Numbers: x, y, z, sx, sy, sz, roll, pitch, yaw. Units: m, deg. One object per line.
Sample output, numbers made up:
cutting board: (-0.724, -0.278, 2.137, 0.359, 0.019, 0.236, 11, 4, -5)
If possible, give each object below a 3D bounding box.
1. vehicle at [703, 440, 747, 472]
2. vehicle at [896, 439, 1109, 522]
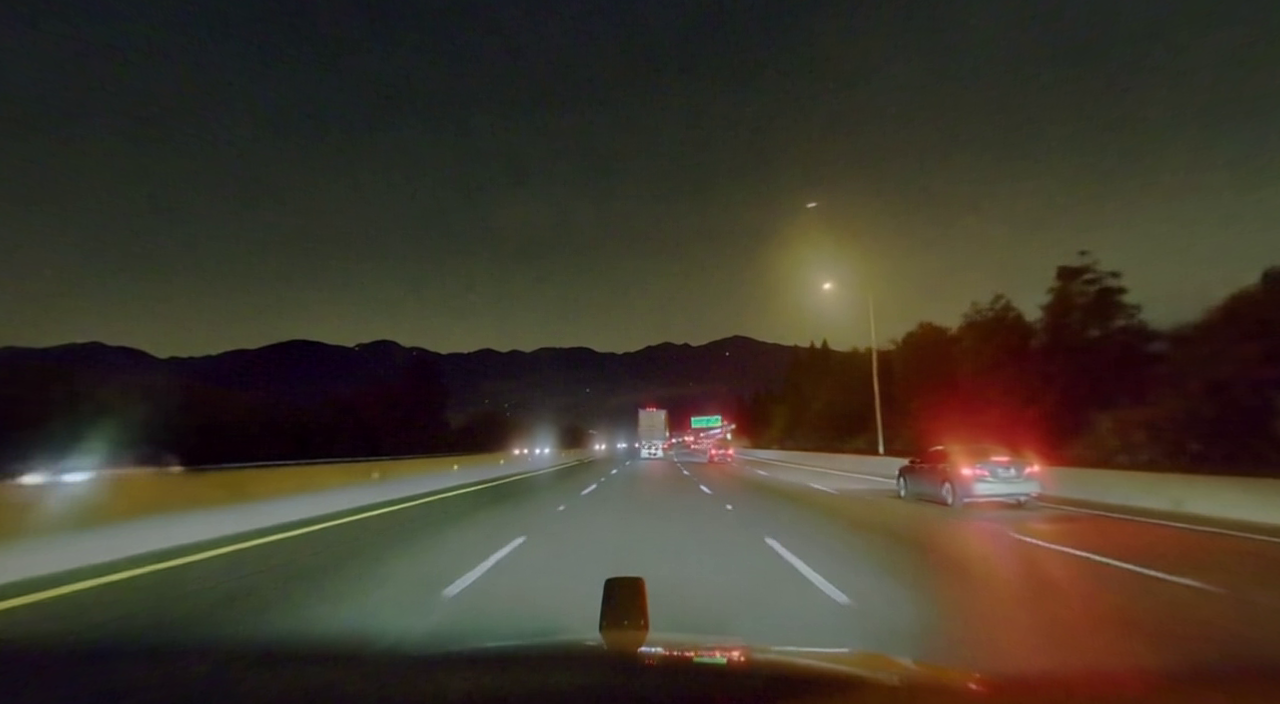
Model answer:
vehicle: (4.579, 5.655, 34.490, 1.880, 1.624, 3.941, 0, -9, 1)
vehicle: (7.254, 2.585, 13.244, 1.982, 1.440, 4.171, 0, -9, 0)
